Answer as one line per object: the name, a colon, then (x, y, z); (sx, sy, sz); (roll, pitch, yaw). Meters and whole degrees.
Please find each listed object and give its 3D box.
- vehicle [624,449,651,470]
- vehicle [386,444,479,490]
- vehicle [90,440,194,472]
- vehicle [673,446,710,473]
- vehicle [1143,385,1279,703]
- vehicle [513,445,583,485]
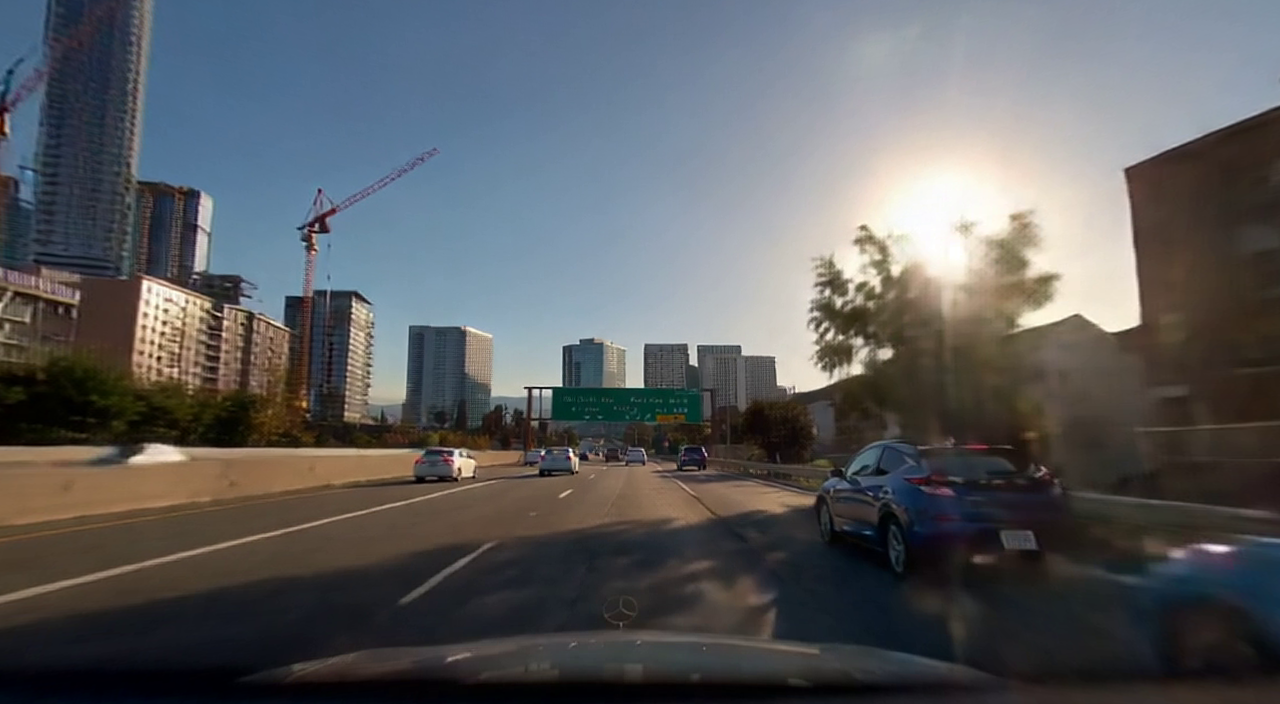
vehicle: (-0.159, 8.317, 49.143); (2.019, 1.472, 3.971); (0, -8, 0)
vehicle: (-7.529, 4.178, 23.401); (1.951, 1.528, 4.209); (0, -8, 1)
vehicle: (-27.998, 5.825, 35.761); (2.091, 1.656, 4.670); (0, -8, 0)
vehicle: (3.249, 6.939, 40.933); (1.978, 1.602, 4.092); (0, -8, -1)
vehicle: (3.234, 0.611, 0.468); (1.995, 1.486, 4.463); (0, -8, -1)
vehicle: (-3.663, 4.587, 26.032); (2.136, 1.512, 4.488); (0, -8, 1)
